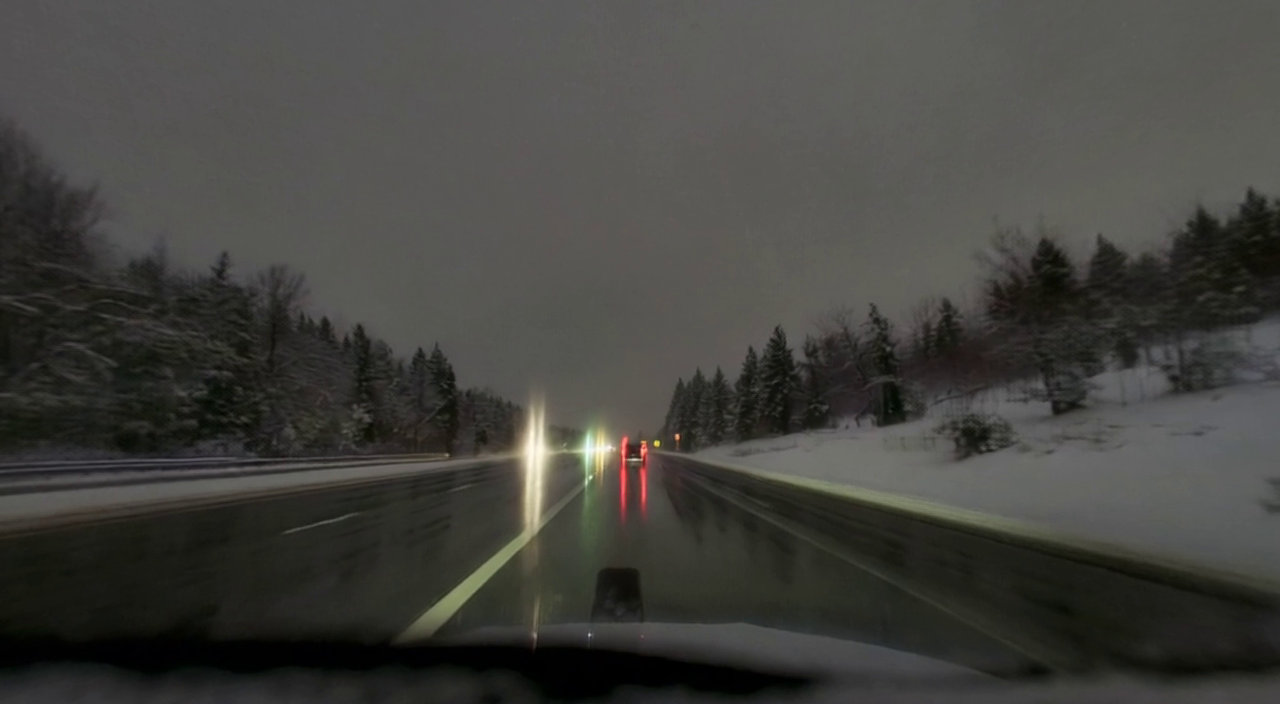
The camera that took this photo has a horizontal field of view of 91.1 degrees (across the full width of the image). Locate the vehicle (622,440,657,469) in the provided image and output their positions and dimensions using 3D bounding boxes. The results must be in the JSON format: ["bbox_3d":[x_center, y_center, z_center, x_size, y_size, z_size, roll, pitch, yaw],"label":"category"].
[{"bbox_3d":[-0.082,6.535,40.049,2.120,1.715,4.153,0,-9,-1],"label":"vehicle"}]
